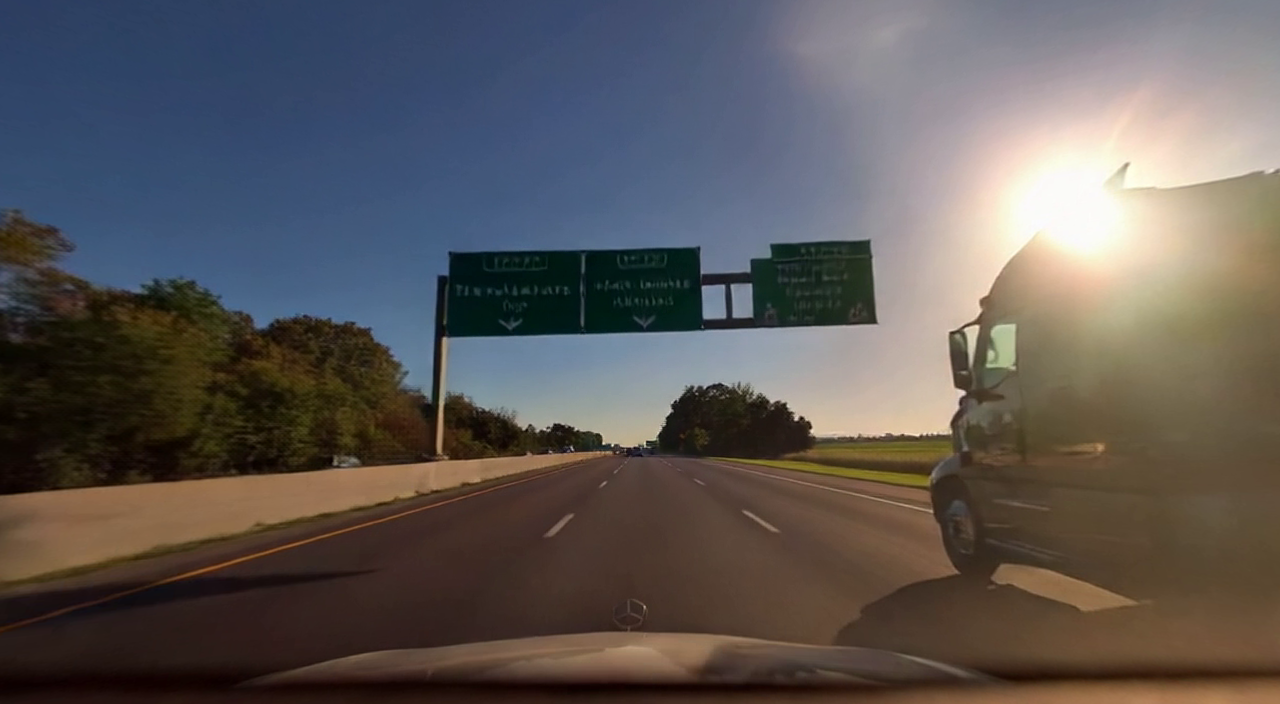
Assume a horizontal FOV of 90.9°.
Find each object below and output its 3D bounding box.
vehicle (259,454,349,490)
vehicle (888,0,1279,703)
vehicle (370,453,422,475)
[{"bbox_3d":[-14.867,5.298,28.158,1.810,1.454,4.056,0,-9,0],"label":"vehicle"},{"bbox_3d":[4.022,-0.053,3.147,3.051,3.968,5.943,0,-9,0],"label":"vehicle"},{"bbox_3d":[-18.066,8.298,46.847,1.945,1.482,4.735,0,-9,0],"label":"vehicle"}]
